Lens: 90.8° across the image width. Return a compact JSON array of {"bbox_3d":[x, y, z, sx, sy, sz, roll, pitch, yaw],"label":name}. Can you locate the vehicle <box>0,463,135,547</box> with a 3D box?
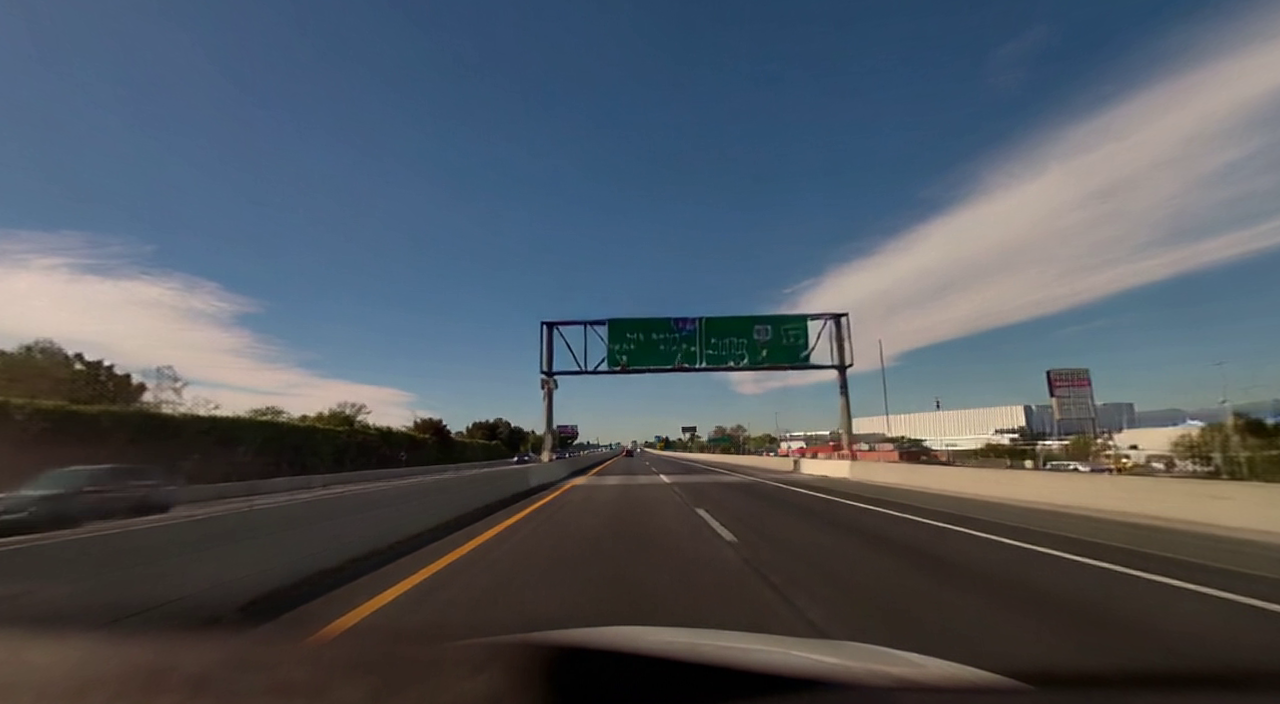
[{"bbox_3d":[-12.869,2.997,12.501,1.959,1.465,4.601,0,-9,-1],"label":"vehicle"}]
